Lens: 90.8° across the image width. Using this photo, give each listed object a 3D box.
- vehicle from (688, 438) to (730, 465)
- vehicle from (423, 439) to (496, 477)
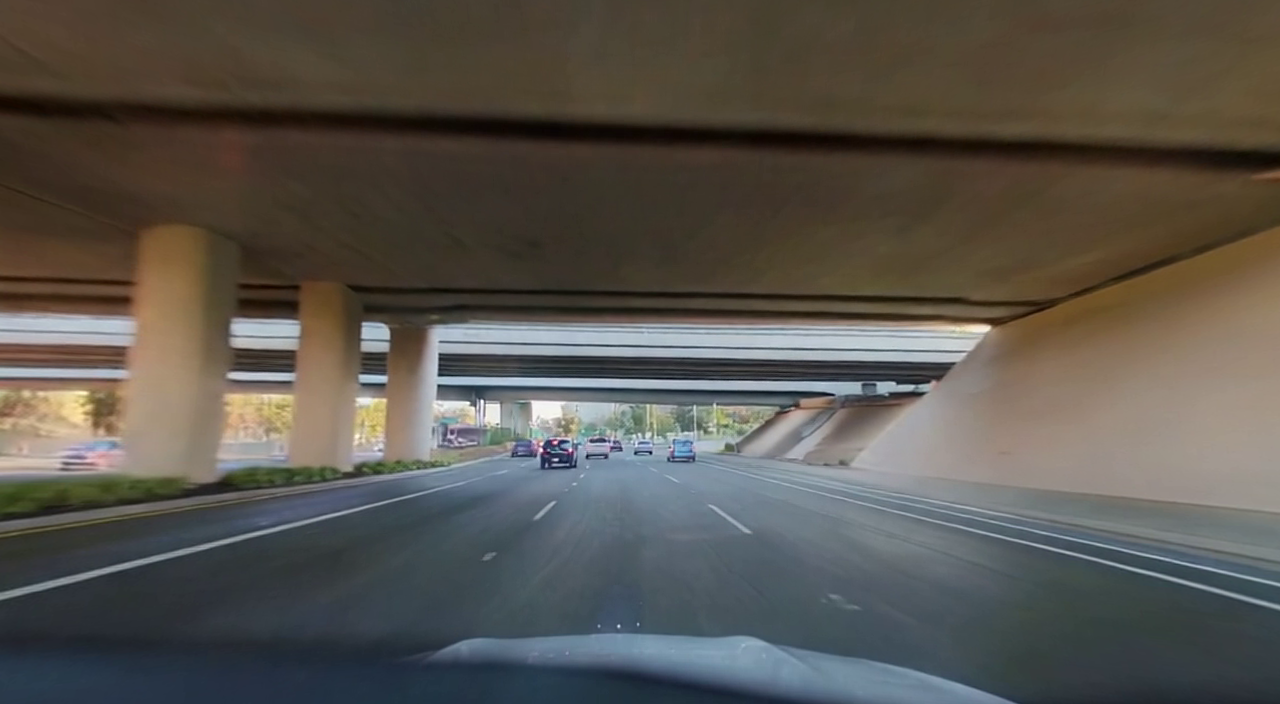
[{"bbox_3d":[4.556,6.664,42.463,2.377,1.678,4.353,0,-8,0],"label":"vehicle"},{"bbox_3d":[-7.780,4.589,27.653,2.007,1.519,4.366,0,-8,-2],"label":"vehicle"}]
